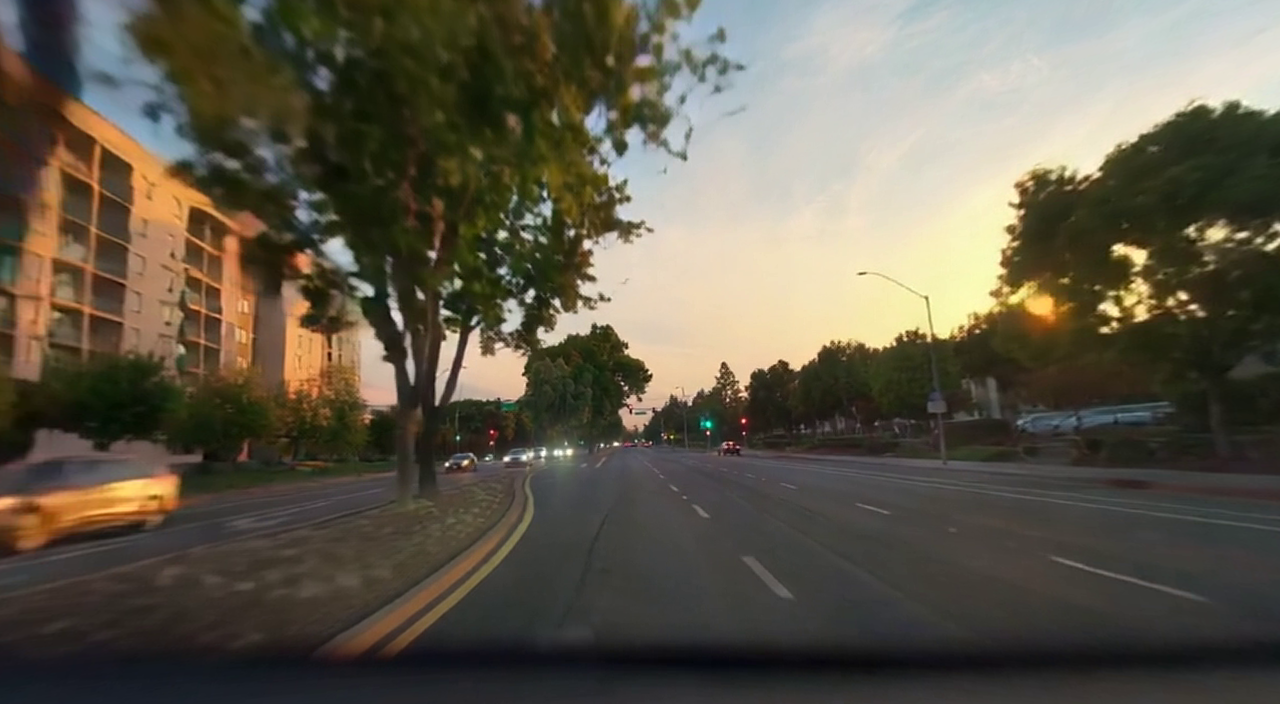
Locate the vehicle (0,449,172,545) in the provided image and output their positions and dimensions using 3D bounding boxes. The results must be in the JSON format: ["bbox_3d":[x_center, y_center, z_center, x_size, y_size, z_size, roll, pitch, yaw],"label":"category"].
[{"bbox_3d":[-13.869,3.243,14.884,2.038,1.857,5.078,0,-9,-4],"label":"vehicle"}]

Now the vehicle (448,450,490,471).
[{"bbox_3d":[-13.273,8.443,49.395,1.973,1.485,4.616,0,-9,0],"label":"vehicle"}]
